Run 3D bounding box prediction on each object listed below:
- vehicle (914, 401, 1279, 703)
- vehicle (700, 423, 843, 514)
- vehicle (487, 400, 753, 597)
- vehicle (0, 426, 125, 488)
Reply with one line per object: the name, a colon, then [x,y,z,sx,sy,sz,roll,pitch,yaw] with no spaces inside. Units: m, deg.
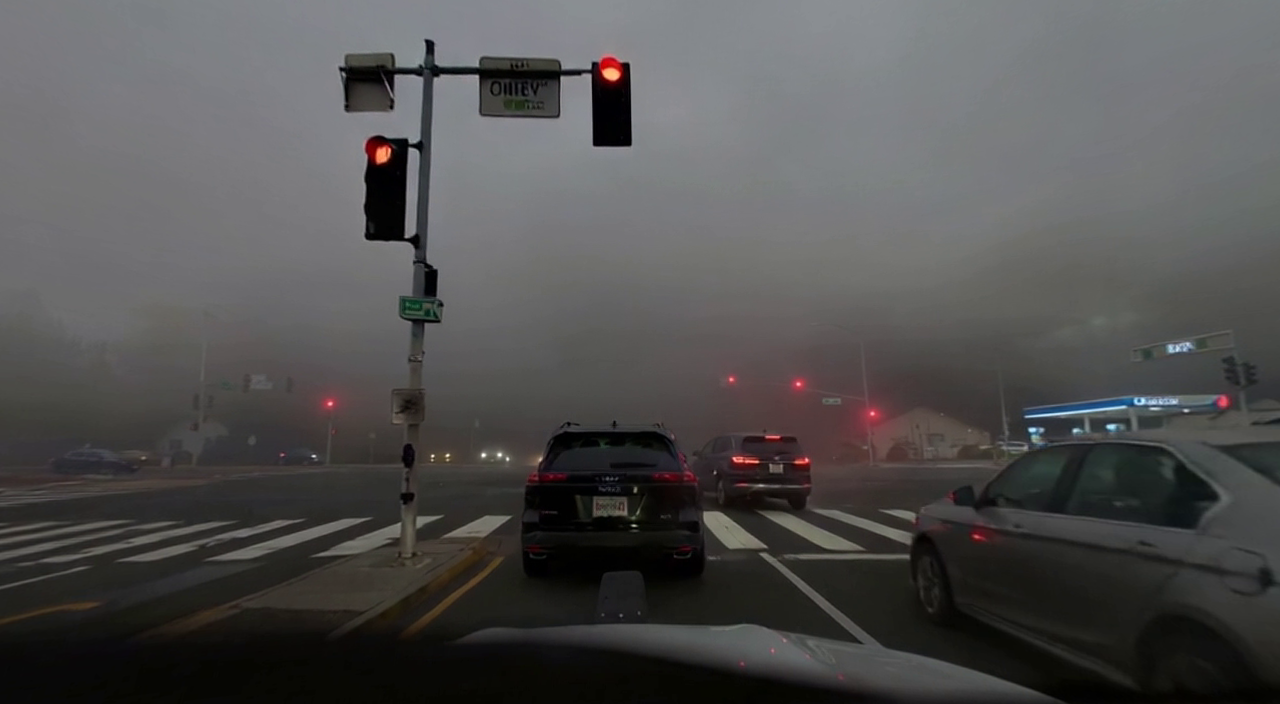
vehicle: [3.156,0.981,2.653,1.965,1.460,4.581,0,-9,0]
vehicle: [2.816,2.629,14.753,2.060,1.783,4.411,1,-9,-5]
vehicle: [-0.223,1.646,7.991,2.351,1.733,4.616,0,-9,-1]
vehicle: [-28.935,4.971,30.089,6.772,2.769,2.305,-1,-9,3]
